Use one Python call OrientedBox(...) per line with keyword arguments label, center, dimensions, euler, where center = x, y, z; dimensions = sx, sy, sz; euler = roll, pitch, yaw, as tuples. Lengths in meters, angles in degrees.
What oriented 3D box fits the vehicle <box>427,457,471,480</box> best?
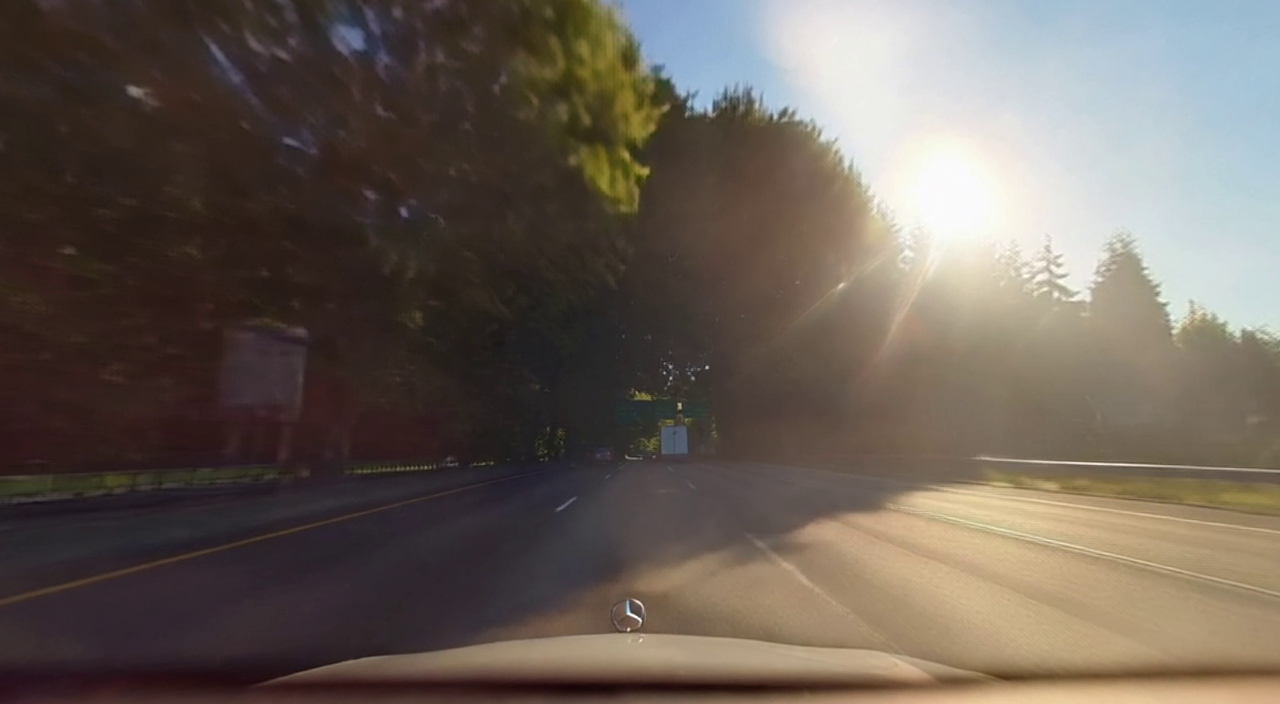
OrientedBox(label="vehicle", center=(-13.235, 8.073, 43.841), dimensions=(1.828, 1.497, 3.761), euler=(0, -9, 1))
